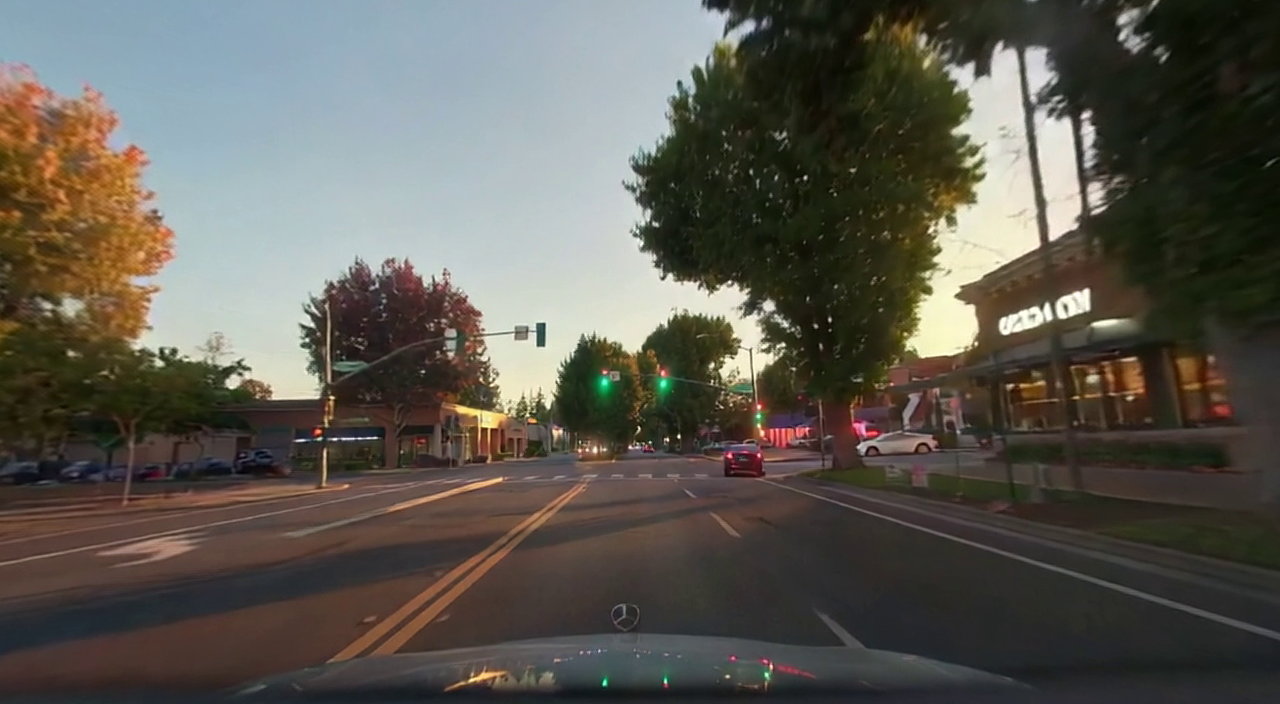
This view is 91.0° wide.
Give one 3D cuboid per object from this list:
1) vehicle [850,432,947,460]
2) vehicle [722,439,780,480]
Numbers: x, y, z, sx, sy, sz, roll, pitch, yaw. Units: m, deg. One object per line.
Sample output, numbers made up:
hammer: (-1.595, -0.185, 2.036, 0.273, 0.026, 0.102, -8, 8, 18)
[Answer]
vehicle: (15.051, 5.518, 36.859, 4.704, 1.544, 2.112, 0, -9, 1)
vehicle: (4.468, 4.288, 25.393, 2.064, 1.470, 4.610, -1, -9, 10)
